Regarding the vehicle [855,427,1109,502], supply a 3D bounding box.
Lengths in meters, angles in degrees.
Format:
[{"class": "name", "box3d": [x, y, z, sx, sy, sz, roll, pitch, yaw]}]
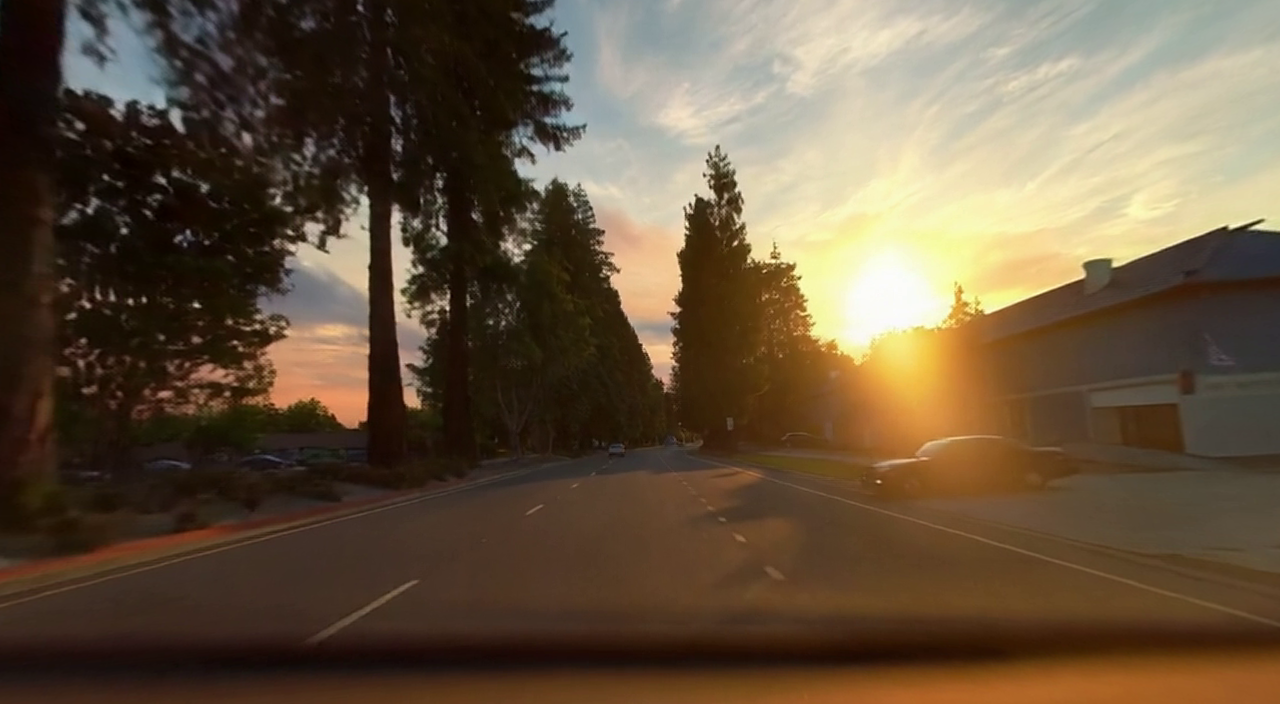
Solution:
[{"class": "vehicle", "box3d": [7.420, 2.504, 14.215, 4.575, 1.514, 1.932, -2, -9, 10]}]
